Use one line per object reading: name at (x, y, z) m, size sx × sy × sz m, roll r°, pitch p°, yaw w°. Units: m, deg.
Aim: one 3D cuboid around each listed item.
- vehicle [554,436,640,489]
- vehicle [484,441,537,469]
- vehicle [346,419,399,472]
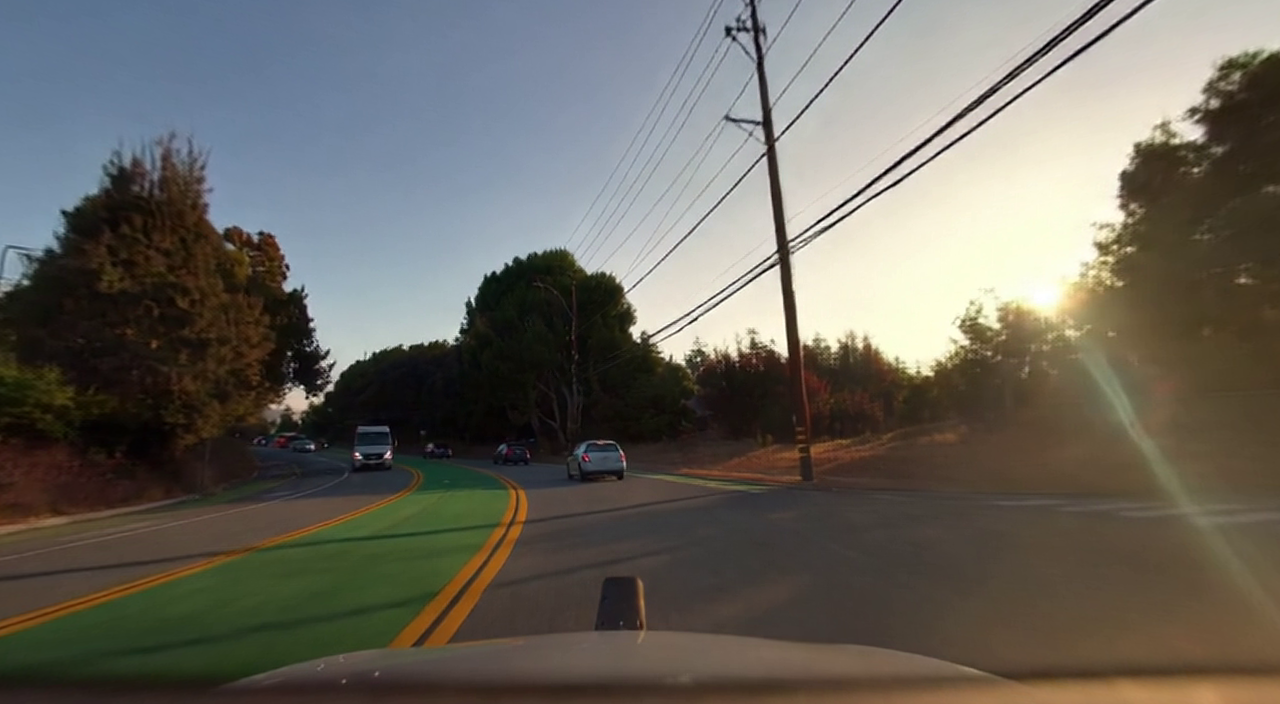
vehicle at (-1.716, 4.074, 23.566) m, size 2.140 × 1.767 × 4.720 m, roll 2°, pitch -9°, yaw -17°
vehicle at (-8.336, 6.574, 40.363) m, size 2.075 × 1.699 × 4.520 m, roll 4°, pitch -10°, yaw -28°
vehicle at (-16.270, 5.675, 38.202) m, size 2.413 × 2.872 × 6.823 m, roll 4°, pitch -10°, yaw -26°
